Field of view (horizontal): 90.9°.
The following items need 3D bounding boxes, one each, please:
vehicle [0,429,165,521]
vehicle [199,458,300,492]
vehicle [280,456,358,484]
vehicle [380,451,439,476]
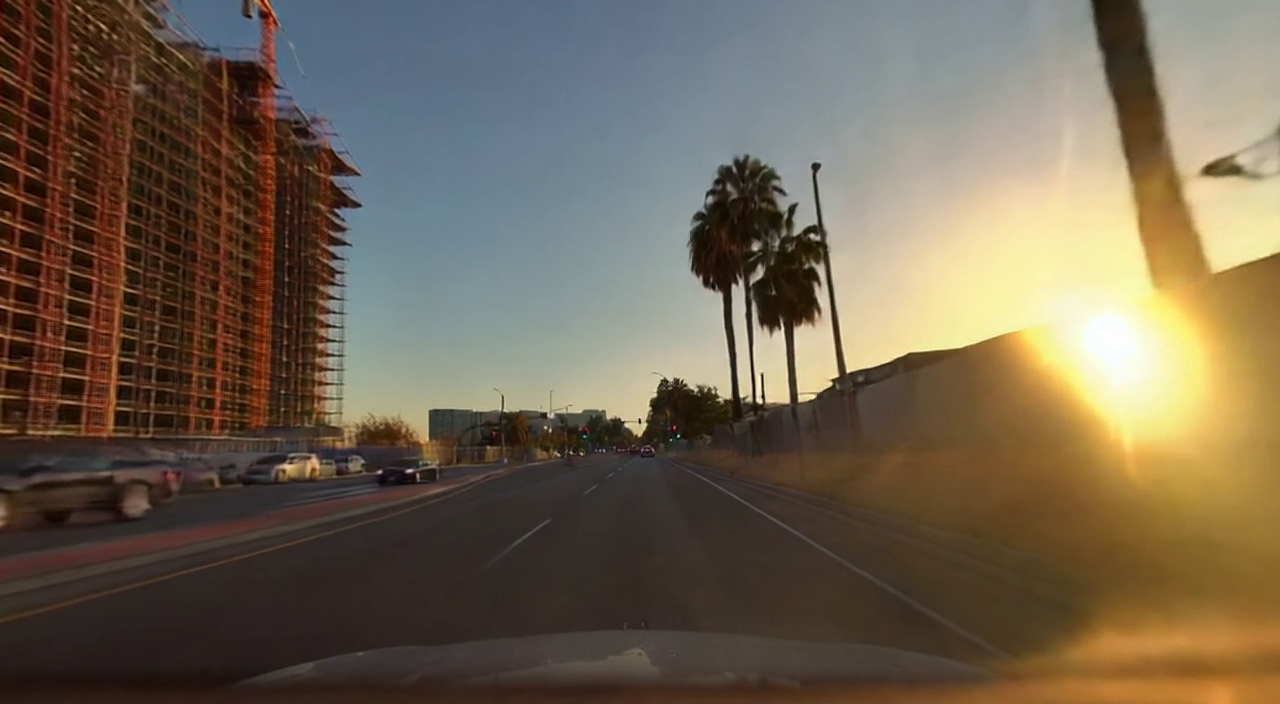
[{"bbox_3d":[-16.321,3.182,16.735,2.601,2.118,6.071,0,-9,0],"label":"vehicle"},{"bbox_3d":[-19.315,6.085,31.489,2.003,1.440,4.857,0,-9,0],"label":"vehicle"},{"bbox_3d":[-19.253,7.066,38.076,2.007,1.453,4.932,-1,-9,2],"label":"vehicle"},{"bbox_3d":[-15.250,7.391,42.000,2.113,1.478,4.828,0,-9,-1],"label":"vehicle"}]
